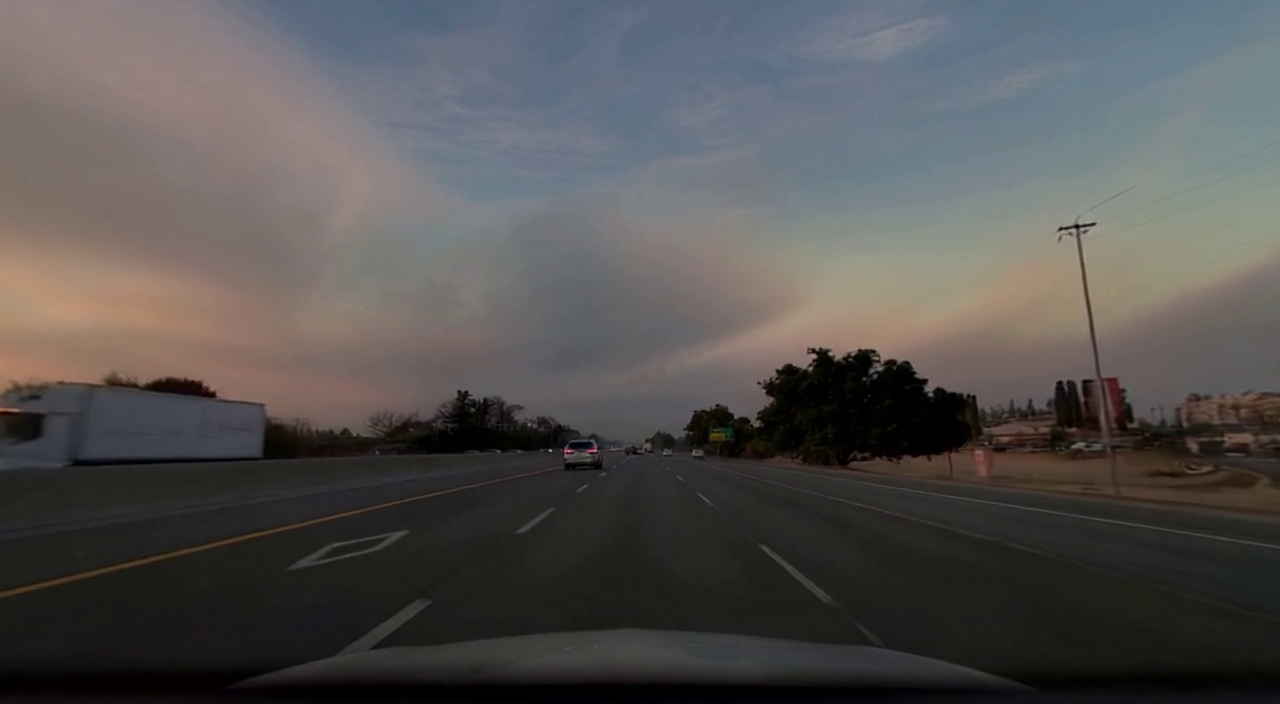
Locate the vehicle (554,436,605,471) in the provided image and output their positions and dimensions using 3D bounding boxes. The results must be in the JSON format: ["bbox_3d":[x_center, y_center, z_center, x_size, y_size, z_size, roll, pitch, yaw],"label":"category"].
[{"bbox_3d":[-3.592,6.175,38.538,2.431,1.928,5.760,0,-9,1],"label":"vehicle"}]

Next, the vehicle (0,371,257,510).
[{"bbox_3d":[-19.418,3.318,23.488,3.063,3.922,11.054,0,-9,1],"label":"vehicle"}]
